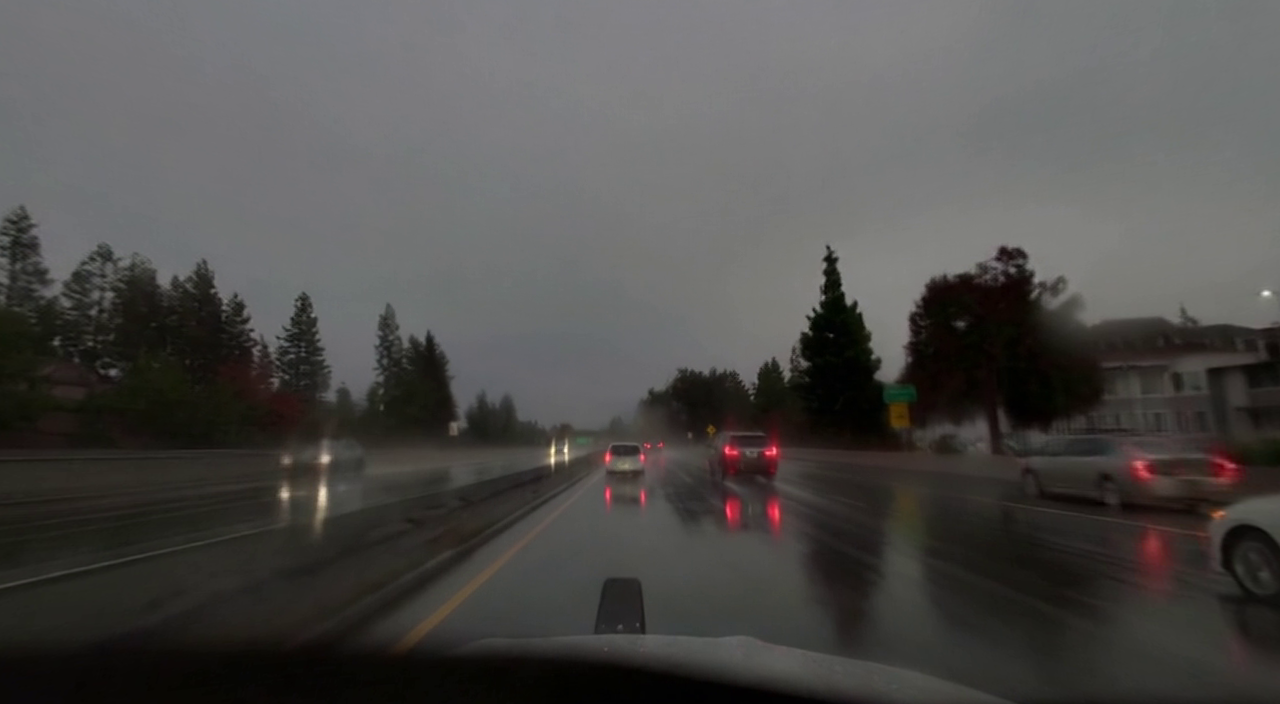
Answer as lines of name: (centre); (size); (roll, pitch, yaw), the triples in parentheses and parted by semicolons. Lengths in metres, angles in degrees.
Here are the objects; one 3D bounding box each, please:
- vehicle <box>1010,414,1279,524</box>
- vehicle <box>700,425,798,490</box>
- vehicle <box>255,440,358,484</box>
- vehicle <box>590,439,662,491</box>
vehicle: (11.355, 2.491, 14.103); (2.533, 1.900, 6.143); (0, -8, 1)
vehicle: (3.333, 3.351, 20.339); (2.186, 1.842, 4.553); (0, -8, -2)
vehicle: (-14.194, 4.673, 27.230); (1.971, 1.718, 4.408); (0, -8, 1)
vehicle: (-0.396, 3.453, 19.707); (2.040, 1.451, 3.736); (0, -8, 0)
